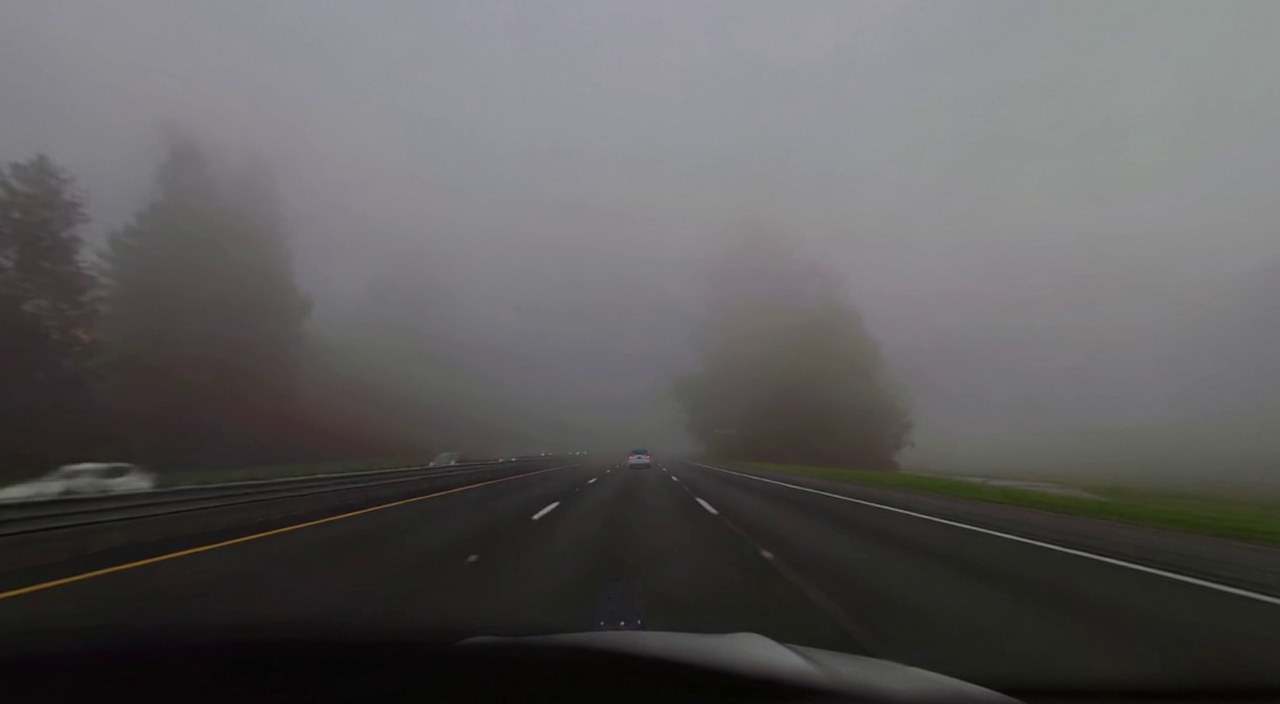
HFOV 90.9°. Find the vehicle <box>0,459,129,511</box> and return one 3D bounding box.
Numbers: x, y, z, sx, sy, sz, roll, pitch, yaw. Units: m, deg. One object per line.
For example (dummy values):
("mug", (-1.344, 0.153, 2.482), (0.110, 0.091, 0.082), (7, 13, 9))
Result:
("vehicle", (-19.983, 4.369, 21.141), (1.826, 1.477, 4.521), (0, -9, 1))

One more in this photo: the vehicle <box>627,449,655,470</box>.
("vehicle", (0.058, 8.094, 47.612), (1.964, 1.483, 4.016), (0, -9, -1))
